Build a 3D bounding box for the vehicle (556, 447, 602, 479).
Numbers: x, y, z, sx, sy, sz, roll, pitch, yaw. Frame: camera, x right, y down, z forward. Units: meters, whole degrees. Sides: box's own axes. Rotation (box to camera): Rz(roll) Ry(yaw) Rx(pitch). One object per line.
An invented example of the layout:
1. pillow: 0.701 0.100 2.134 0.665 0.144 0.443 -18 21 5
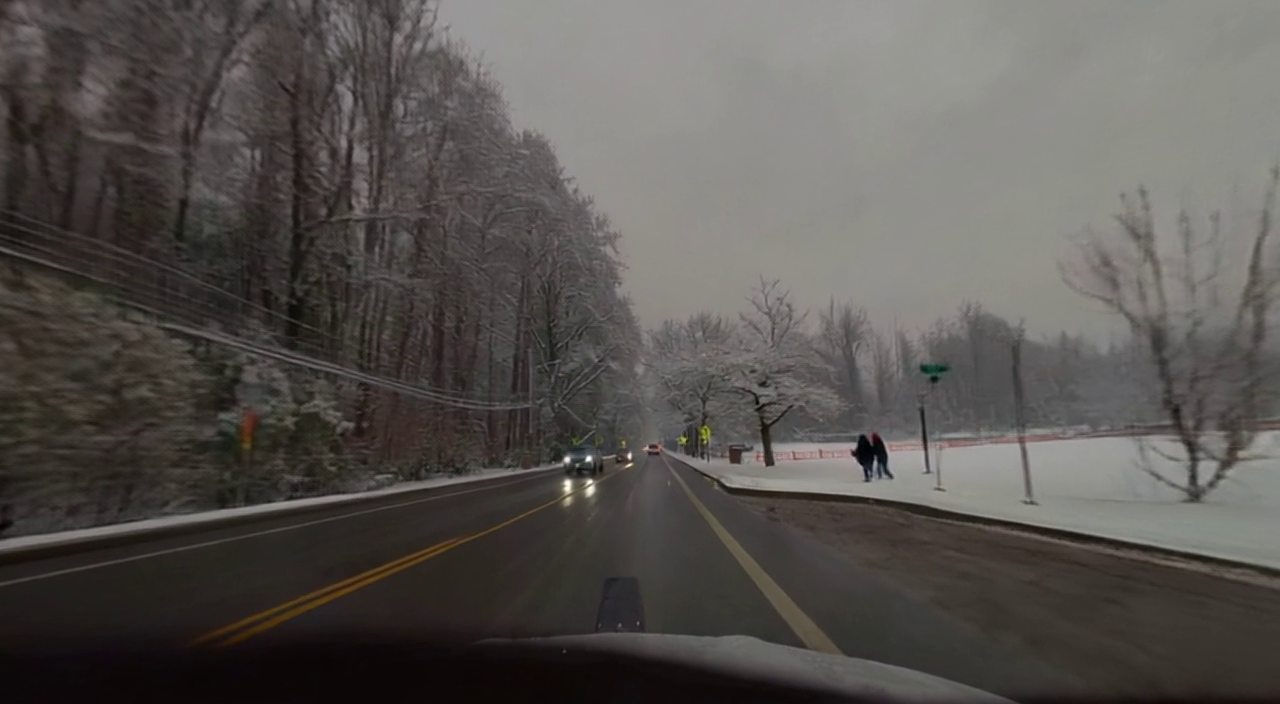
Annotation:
1. vehicle: -3.265 6.024 34.466 1.898 1.606 3.927 -1 -8 3
